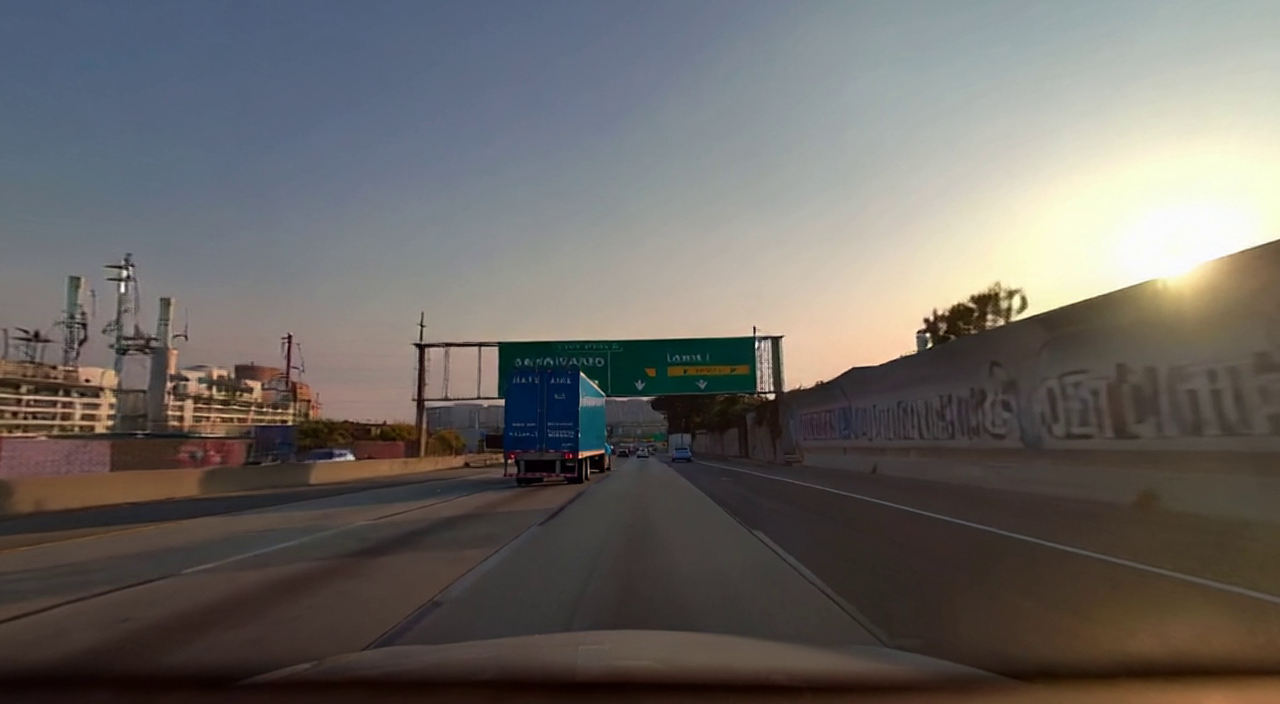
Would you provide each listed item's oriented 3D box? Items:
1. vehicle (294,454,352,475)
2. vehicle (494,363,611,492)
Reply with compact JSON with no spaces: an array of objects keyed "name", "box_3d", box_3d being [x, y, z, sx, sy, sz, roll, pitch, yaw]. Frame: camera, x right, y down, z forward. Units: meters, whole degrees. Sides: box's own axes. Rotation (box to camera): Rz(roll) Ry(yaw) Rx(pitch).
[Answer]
[{"name":"vehicle","box_3d":[-24.826,8.801,49.535,2.111,1.503,4.460,-1,-9,2]},{"name":"vehicle","box_3d":[-2.997,2.976,24.508,2.977,4.048,8.890,-1,-8,2]}]
